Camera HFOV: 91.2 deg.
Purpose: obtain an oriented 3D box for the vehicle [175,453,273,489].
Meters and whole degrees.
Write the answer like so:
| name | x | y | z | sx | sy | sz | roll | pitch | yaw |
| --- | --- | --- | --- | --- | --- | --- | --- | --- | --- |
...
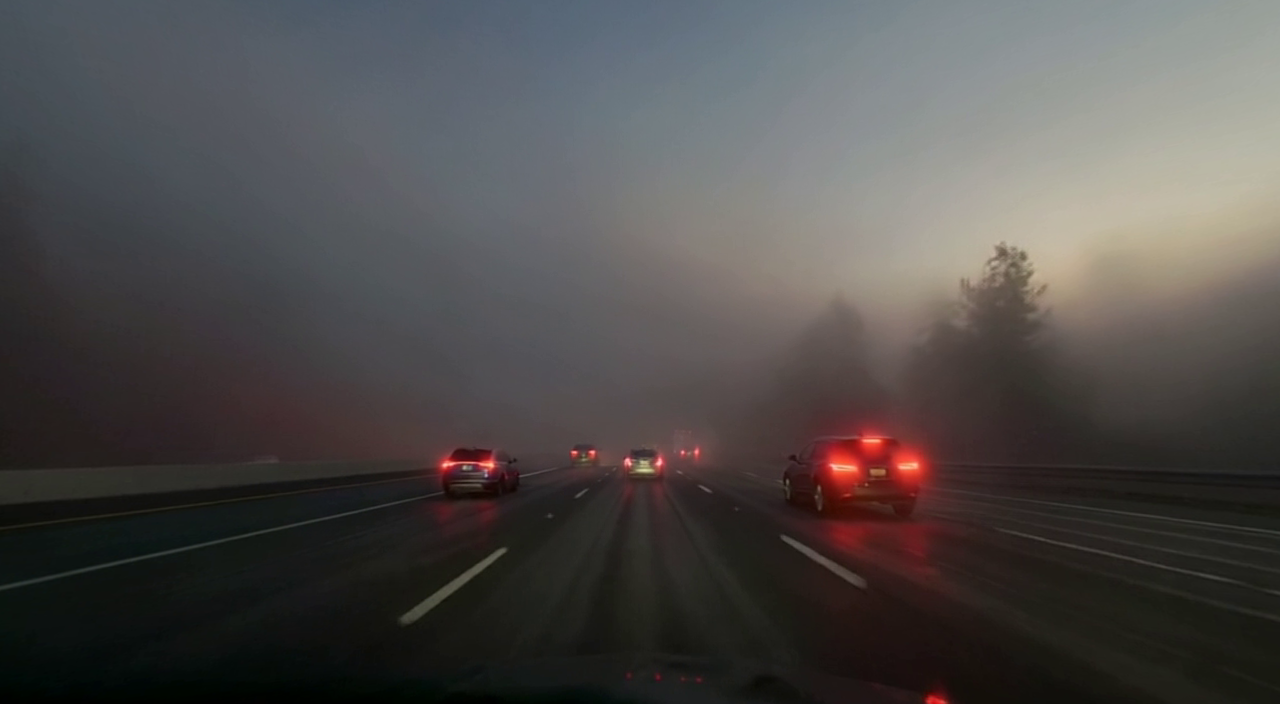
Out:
| name | x | y | z | sx | sy | sz | roll | pitch | yaw |
| --- | --- | --- | --- | --- | --- | --- | --- | --- | --- |
| vehicle | -20.378 | 5.806 | 30.941 | 1.901 | 1.582 | 4.159 | -1 | -9 | 1 |

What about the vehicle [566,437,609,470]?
| name | x | y | z | sx | sy | sz | roll | pitch | yaw |
| --- | --- | --- | --- | --- | --- | --- | --- | --- | --- |
| vehicle | -3.256 | 6.446 | 39.881 | 2.230 | 1.973 | 4.403 | -1 | -9 | 2 |

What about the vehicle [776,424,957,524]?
| name | x | y | z | sx | sy | sz | roll | pitch | yaw |
| --- | --- | --- | --- | --- | --- | --- | --- | --- | --- |
| vehicle | 4.260 | 2.371 | 12.624 | 2.018 | 1.639 | 4.149 | 0 | -9 | -1 |

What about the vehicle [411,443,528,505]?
| name | x | y | z | sx | sy | sz | roll | pitch | yaw |
| --- | --- | --- | --- | --- | --- | --- | --- | --- | --- |
| vehicle | -4.537 | 3.297 | 17.438 | 1.967 | 1.473 | 4.439 | 0 | -9 | 1 |

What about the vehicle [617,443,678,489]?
| name | x | y | z | sx | sy | sz | roll | pitch | yaw |
| --- | --- | --- | --- | --- | --- | --- | --- | --- | --- |
| vehicle | 0.252 | 4.153 | 23.167 | 2.015 | 1.526 | 4.286 | 0 | -9 | 0 |
